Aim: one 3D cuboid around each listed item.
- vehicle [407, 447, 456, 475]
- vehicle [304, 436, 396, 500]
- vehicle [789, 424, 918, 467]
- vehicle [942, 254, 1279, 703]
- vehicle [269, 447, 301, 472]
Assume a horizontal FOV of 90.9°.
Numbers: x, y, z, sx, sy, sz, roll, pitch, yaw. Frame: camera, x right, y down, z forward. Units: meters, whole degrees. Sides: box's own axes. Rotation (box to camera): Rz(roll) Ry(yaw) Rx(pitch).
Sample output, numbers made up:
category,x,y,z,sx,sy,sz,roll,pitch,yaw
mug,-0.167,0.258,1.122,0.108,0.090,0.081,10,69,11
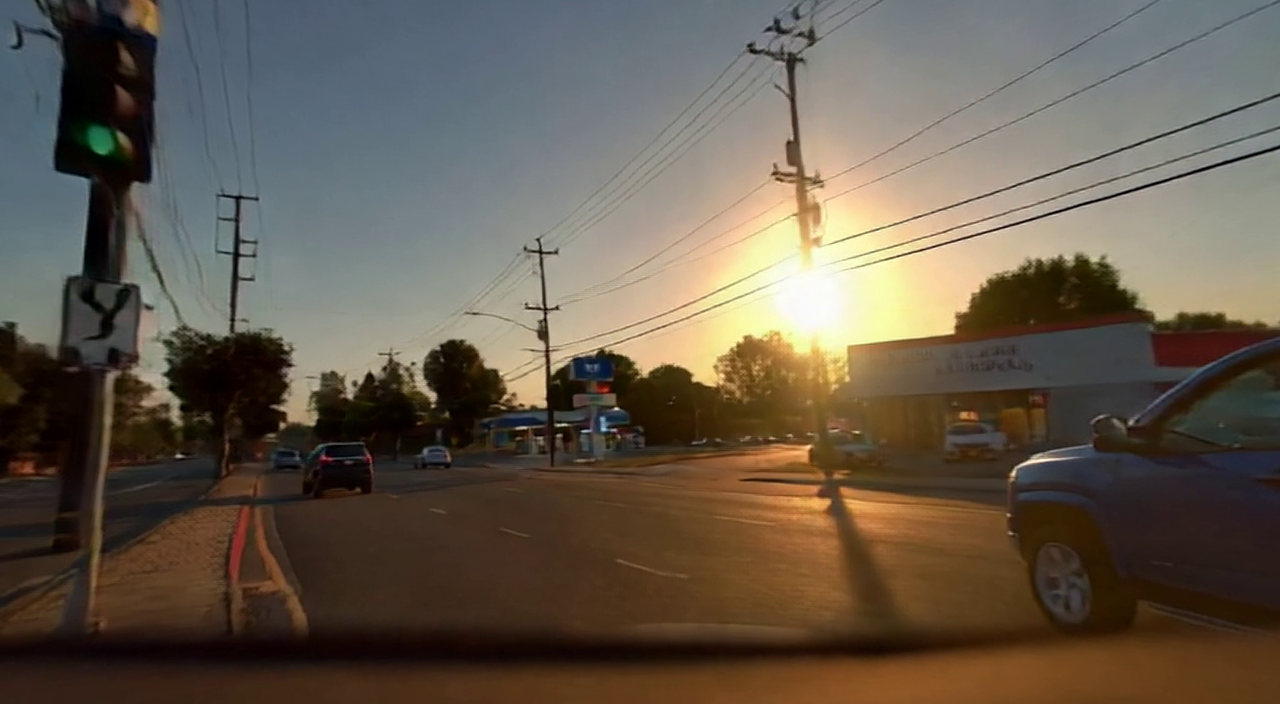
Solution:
category,x,y,z,sx,sy,sz,roll,pitch,yaw
vehicle,-12.193,6.275,36.699,1.760,1.481,4.161,4,-9,-31
vehicle,-9.926,3.814,21.338,2.141,1.842,4.889,4,-9,-32
vehicle,8.644,3.752,25.574,4.661,1.480,1.913,0,-8,-19
vehicle,3.257,0.490,1.558,2.036,1.818,5.192,0,-8,-6
vehicle,-26.491,7.983,46.946,1.921,1.725,4.498,4,-9,-30
